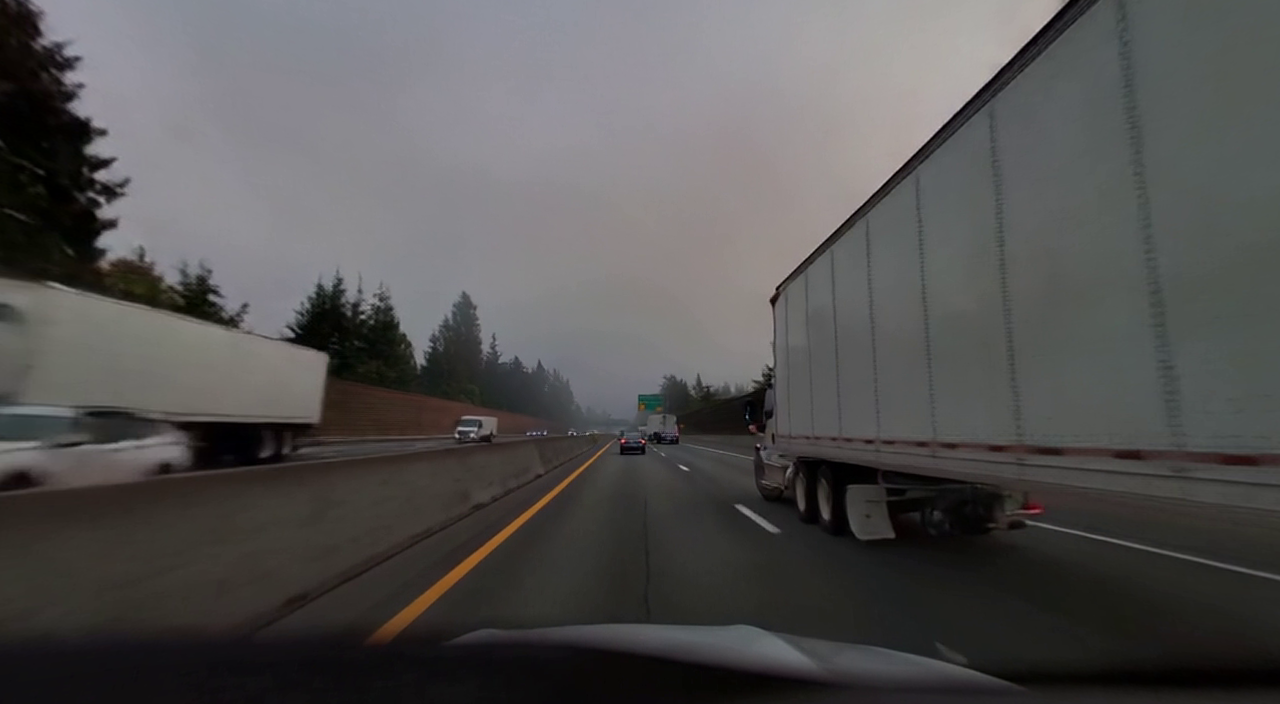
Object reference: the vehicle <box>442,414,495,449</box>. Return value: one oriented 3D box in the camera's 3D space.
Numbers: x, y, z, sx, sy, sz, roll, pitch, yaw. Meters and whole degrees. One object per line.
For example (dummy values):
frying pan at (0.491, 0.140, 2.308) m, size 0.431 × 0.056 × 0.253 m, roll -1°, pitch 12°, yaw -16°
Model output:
vehicle at (-13.320, 6.256, 49.407) m, size 2.332 × 2.493 × 6.723 m, roll -1°, pitch -7°, yaw -1°

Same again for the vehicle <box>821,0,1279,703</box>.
vehicle at (4.229, -0.432, 2.054) m, size 2.953 × 4.045 × 13.843 m, roll 0°, pitch -7°, yaw -1°

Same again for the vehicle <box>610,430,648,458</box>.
vehicle at (-0.645, 5.332, 36.745) m, size 2.119 × 1.480 × 4.000 m, roll -1°, pitch -7°, yaw -1°

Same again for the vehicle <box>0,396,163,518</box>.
vehicle at (-8.873, 1.355, 8.160) m, size 1.906 × 1.499 × 4.537 m, roll 0°, pitch -7°, yaw -2°

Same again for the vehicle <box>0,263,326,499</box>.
vehicle at (-12.789, 1.121, 15.623) m, size 2.898 × 4.098 × 14.464 m, roll 0°, pitch -7°, yaw -1°
